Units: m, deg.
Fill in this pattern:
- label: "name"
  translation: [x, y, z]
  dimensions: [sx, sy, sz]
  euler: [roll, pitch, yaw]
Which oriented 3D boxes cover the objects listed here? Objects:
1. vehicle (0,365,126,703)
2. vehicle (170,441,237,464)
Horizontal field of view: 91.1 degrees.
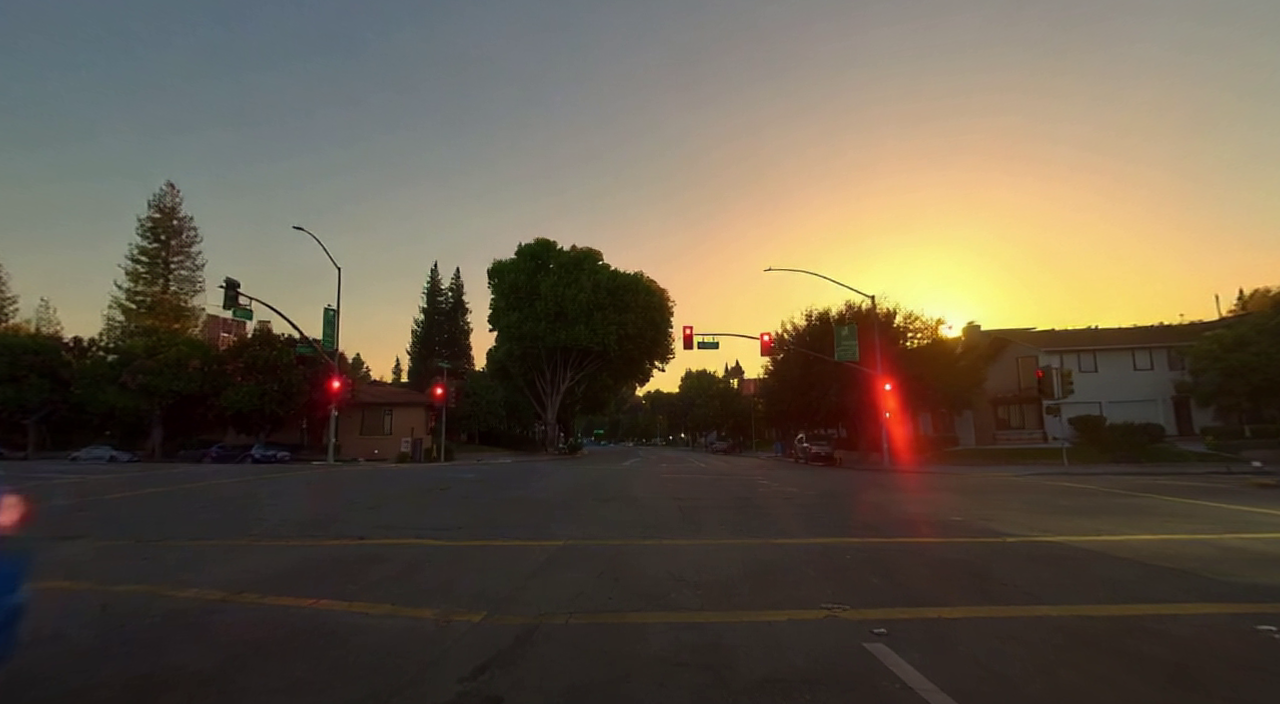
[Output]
- label: "vehicle"
  translation: [-4.032, 0.705, 1.104]
  dimensions: [2.134, 1.768, 4.580]
  euler: [-1, -8, 4]
- label: "vehicle"
  translation: [-29.141, 6.702, 42.066]
  dimensions: [1.696, 1.431, 3.686]
  euler: [0, -8, 3]
